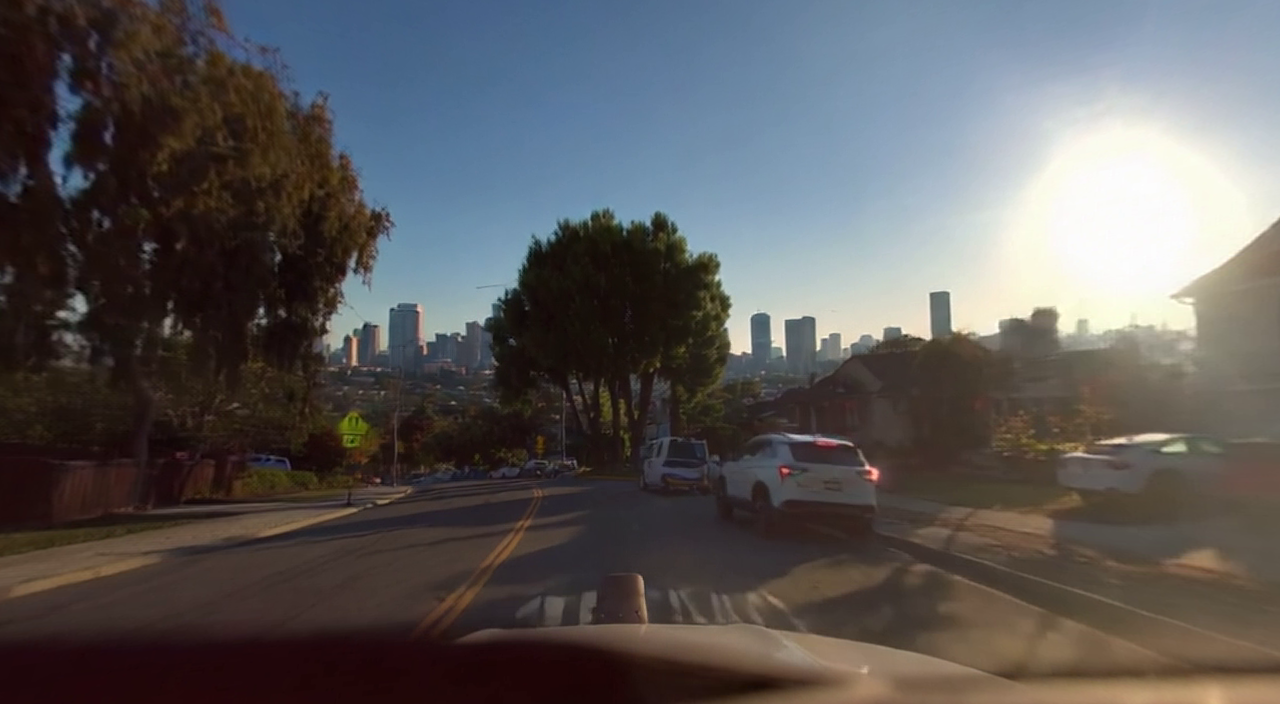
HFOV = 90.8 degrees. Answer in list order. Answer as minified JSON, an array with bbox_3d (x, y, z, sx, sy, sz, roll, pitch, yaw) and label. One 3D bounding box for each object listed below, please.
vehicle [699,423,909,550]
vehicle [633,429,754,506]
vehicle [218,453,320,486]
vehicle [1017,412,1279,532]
[{"bbox_3d":[2.421,2.172,10.861,1.965,1.663,4.744,1,-9,-5],"label":"vehicle"},{"bbox_3d":[1.298,3.281,18.298,2.180,1.849,5.423,2,-9,-10],"label":"vehicle"},{"bbox_3d":[-20.349,6.433,34.830,4.464,1.681,1.906,3,-10,-18],"label":"vehicle"},{"bbox_3d":[9.252,2.111,11.467,4.469,1.780,1.970,5,-10,-28],"label":"vehicle"}]
